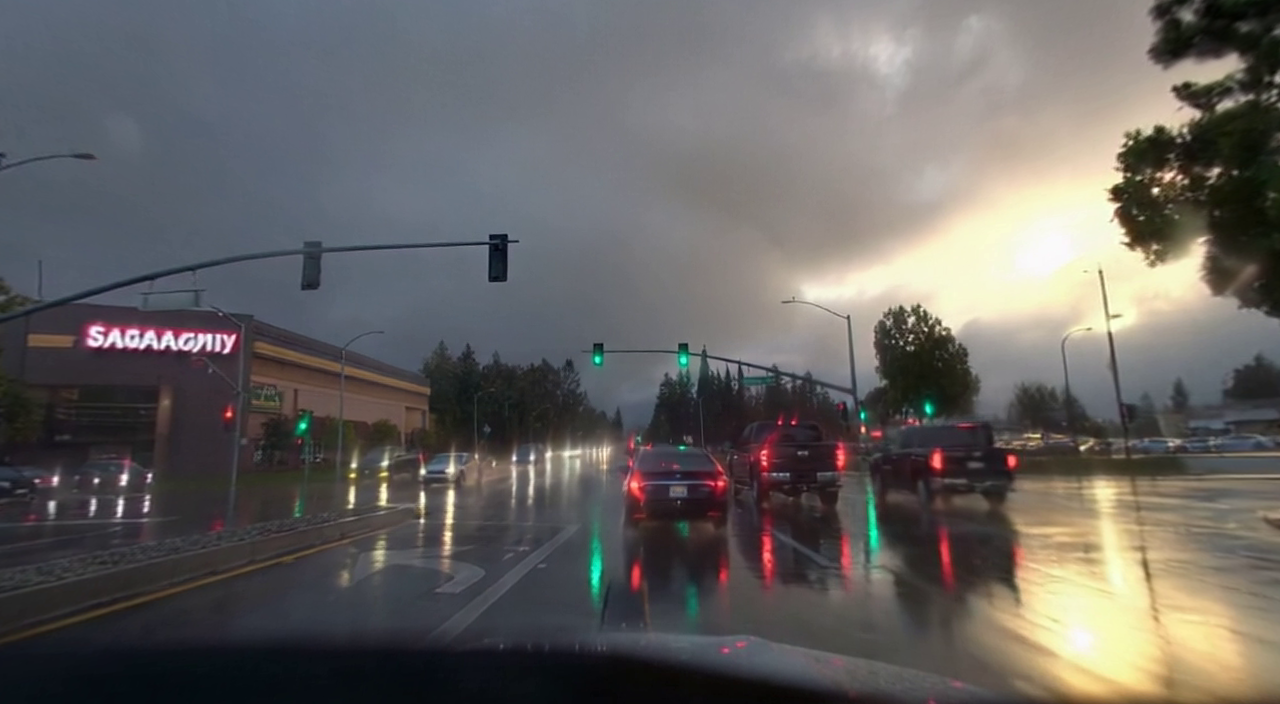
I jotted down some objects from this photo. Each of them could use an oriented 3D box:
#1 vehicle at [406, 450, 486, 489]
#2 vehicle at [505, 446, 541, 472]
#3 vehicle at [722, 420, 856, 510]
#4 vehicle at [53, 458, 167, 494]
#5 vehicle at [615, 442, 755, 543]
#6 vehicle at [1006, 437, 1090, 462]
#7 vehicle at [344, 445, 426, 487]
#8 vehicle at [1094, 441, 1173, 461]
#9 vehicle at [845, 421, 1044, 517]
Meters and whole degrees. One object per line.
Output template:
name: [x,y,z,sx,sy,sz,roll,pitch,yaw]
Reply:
vehicle: [-8.136,4.940,26.897,2.002,1.469,4.301,0,-8,0]
vehicle: [-8.418,7.714,45.791,1.904,1.789,4.021,0,-8,-1]
vehicle: [3.868,3.059,17.590,2.358,2.116,5.328,0,-8,-1]
vehicle: [-29.047,6.783,34.625,4.789,1.828,2.025,-2,-9,11]
vehicle: [0.596,2.328,11.115,2.038,1.447,3.756,0,-8,-2]
vehicle: [31.403,7.536,48.653,4.885,1.883,2.107,0,-8,1]
vehicle: [-12.157,5.416,30.405,1.991,1.844,4.393,0,-8,2]
vehicle: [36.363,7.315,46.538,4.230,1.449,1.782,0,-8,1]
vehicle: [7.299,2.870,16.026,2.323,2.009,5.266,0,-8,-1]
